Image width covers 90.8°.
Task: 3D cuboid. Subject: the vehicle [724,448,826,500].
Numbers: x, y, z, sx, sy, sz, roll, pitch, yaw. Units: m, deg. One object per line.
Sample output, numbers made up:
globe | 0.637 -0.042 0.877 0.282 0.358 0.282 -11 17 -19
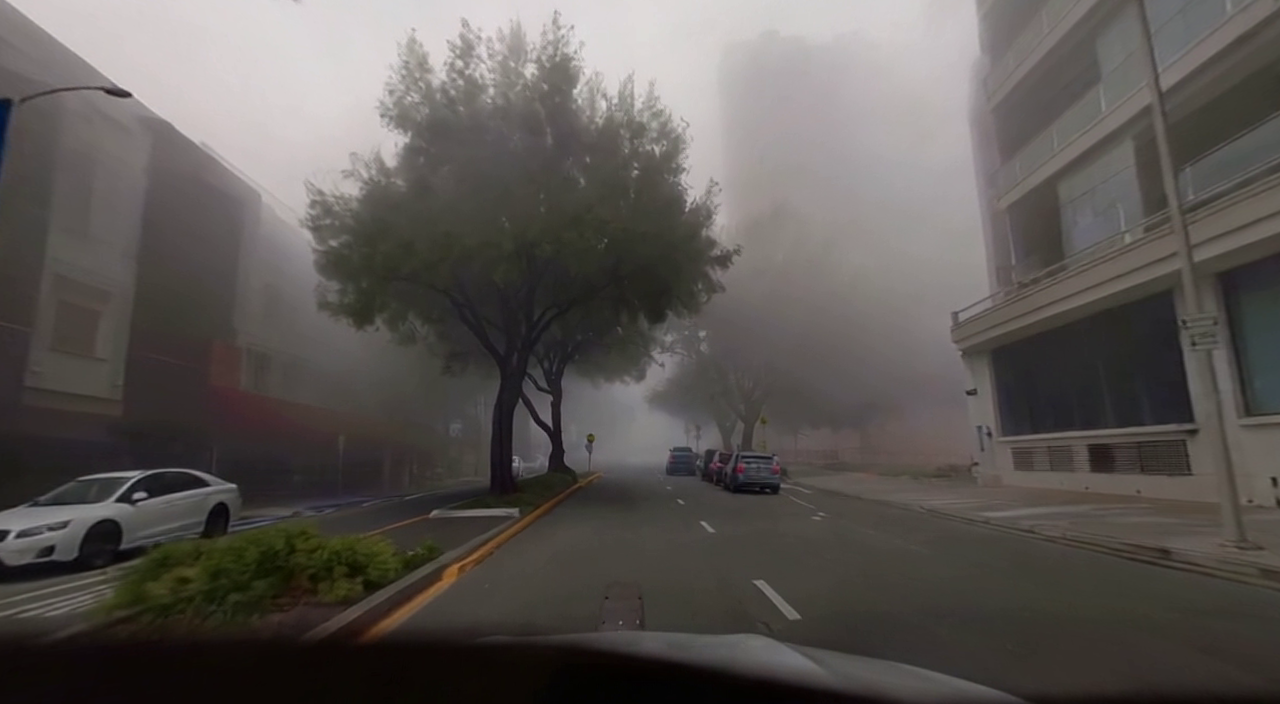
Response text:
vehicle | 4.620 3.999 21.187 1.858 1.491 4.329 -6 -10 33

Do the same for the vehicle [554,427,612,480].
vehicle | -2.974 5.502 34.492 2.317 2.596 6.053 0 -8 2

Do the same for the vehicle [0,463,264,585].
vehicle | -8.711 2.711 10.761 2.007 1.503 4.343 0 -8 -1

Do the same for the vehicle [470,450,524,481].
vehicle | -8.887 7.086 39.650 2.256 1.802 4.333 0 -8 2
